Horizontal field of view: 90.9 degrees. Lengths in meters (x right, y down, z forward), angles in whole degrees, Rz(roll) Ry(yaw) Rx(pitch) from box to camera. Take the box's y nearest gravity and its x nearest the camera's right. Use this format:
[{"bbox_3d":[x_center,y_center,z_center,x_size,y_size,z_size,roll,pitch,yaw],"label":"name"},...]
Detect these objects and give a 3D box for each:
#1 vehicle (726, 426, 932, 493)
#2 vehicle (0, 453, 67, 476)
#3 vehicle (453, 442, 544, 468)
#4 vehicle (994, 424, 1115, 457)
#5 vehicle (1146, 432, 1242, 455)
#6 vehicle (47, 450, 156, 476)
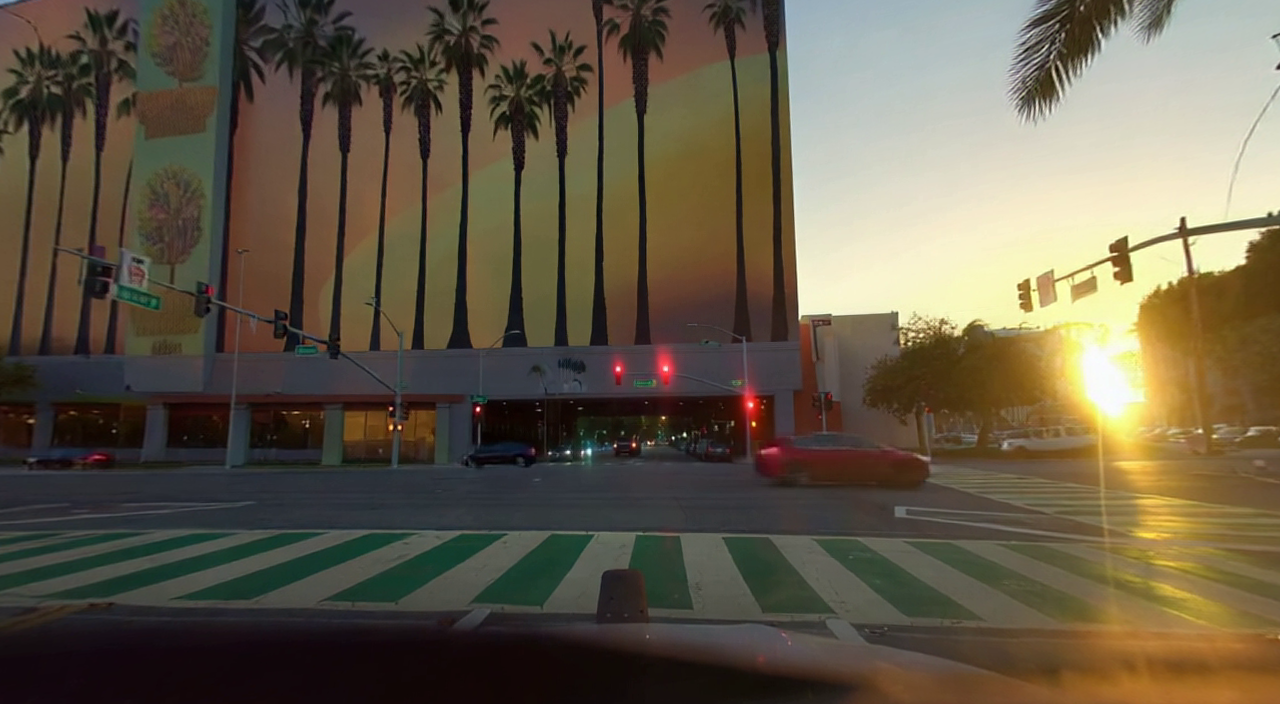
[{"bbox_3d":[4.891,2.859,16.908,4.875,1.669,1.953,0,-8,1],"label":"vehicle"},{"bbox_3d":[-41.656,7.608,42.792,3.698,1.508,1.779,0,-8,1],"label":"vehicle"},{"bbox_3d":[-8.206,6.041,36.942,4.893,1.458,1.791,0,-8,1],"label":"vehicle"},{"bbox_3d":[24.183,5.198,36.943,5.477,1.880,2.125,0,-8,1],"label":"vehicle"},{"bbox_3d":[36.188,6.013,41.239,4.606,1.449,1.687,0,-8,2],"label":"vehicle"},{"bbox_3d":[-31.928,6.566,37.443,4.784,1.465,1.798,0,-8,0],"label":"vehicle"}]
